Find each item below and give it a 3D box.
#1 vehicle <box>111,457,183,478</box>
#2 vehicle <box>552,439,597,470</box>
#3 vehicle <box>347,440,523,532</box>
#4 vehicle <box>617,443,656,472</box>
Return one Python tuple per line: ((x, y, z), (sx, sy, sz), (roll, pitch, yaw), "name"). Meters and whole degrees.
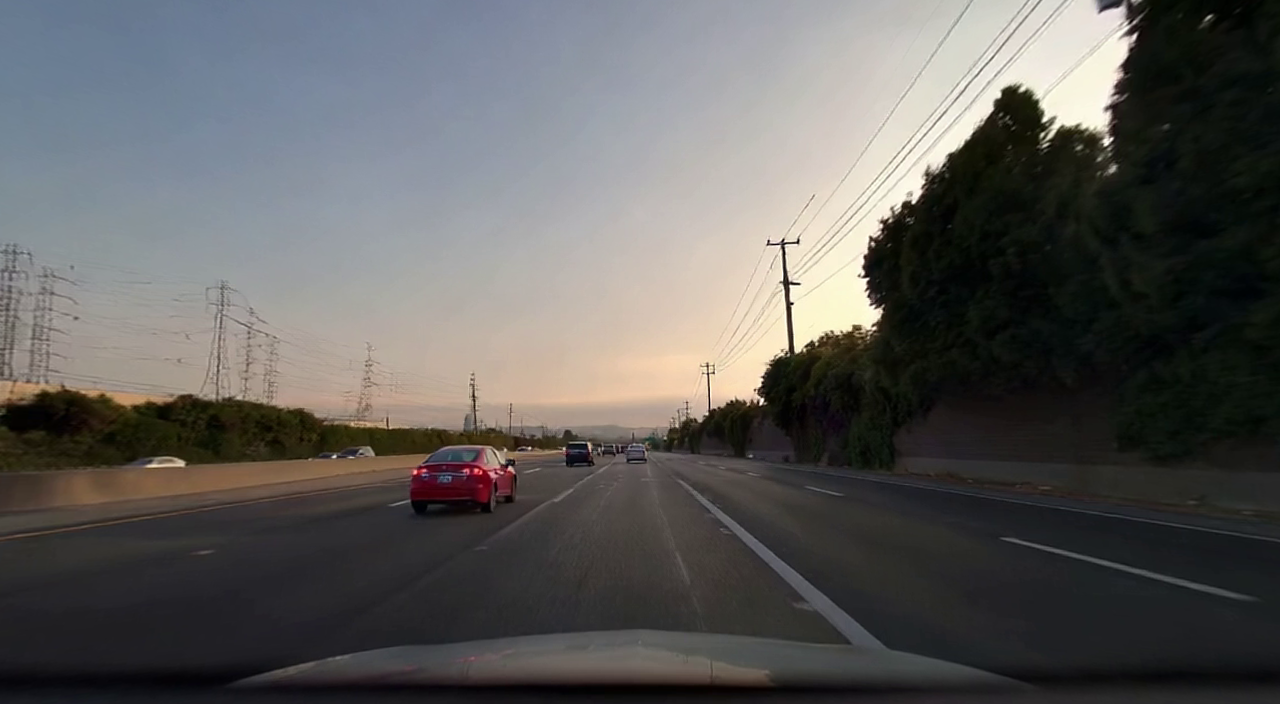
((-38.001, 8.916, 48.850), (1.905, 1.445, 4.531), (0, -8, 0), "vehicle")
((-3.930, 6.239, 38.591), (2.244, 1.752, 4.439), (0, -8, 1), "vehicle")
((-3.662, 2.459, 12.215), (1.938, 1.444, 4.206), (0, -8, 1), "vehicle")
((-0.209, 5.788, 34.928), (2.030, 1.471, 4.115), (0, -8, 0), "vehicle")
